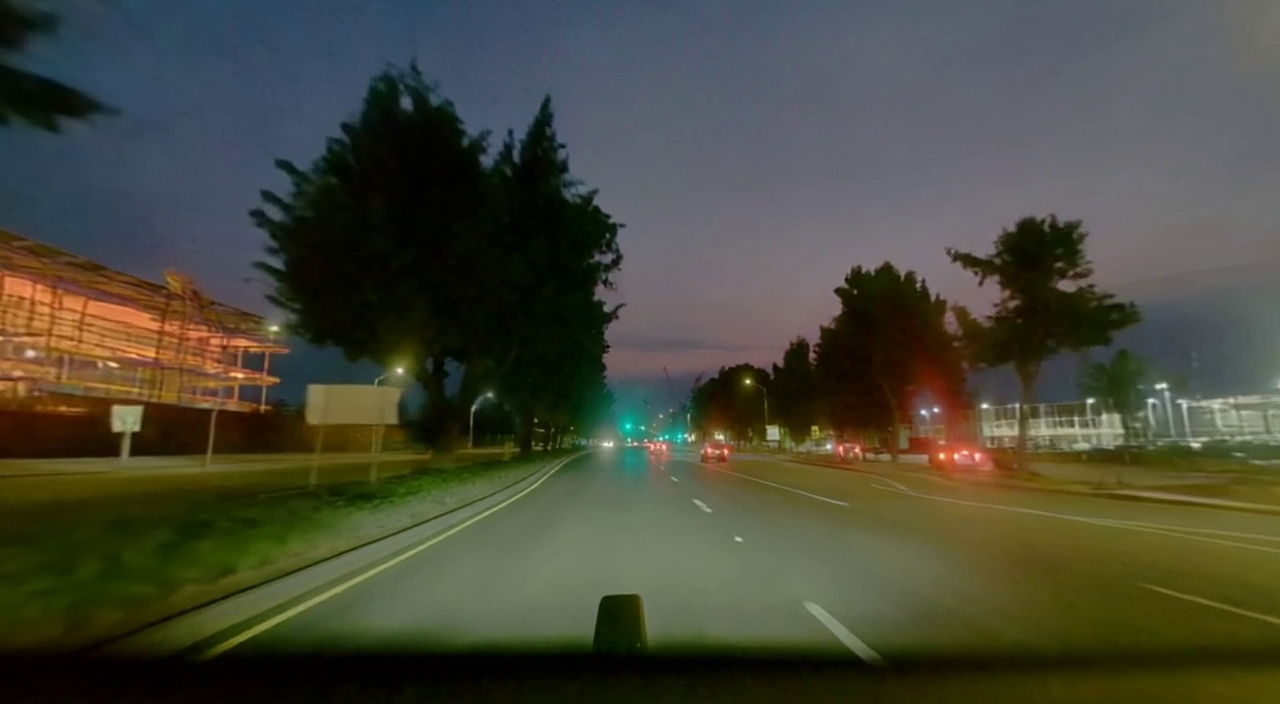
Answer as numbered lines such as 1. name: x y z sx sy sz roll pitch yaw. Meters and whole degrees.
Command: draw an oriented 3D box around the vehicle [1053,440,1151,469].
1. vehicle: 32.753 7.241 45.112 2.283 1.875 6.308 -1 -7 0
